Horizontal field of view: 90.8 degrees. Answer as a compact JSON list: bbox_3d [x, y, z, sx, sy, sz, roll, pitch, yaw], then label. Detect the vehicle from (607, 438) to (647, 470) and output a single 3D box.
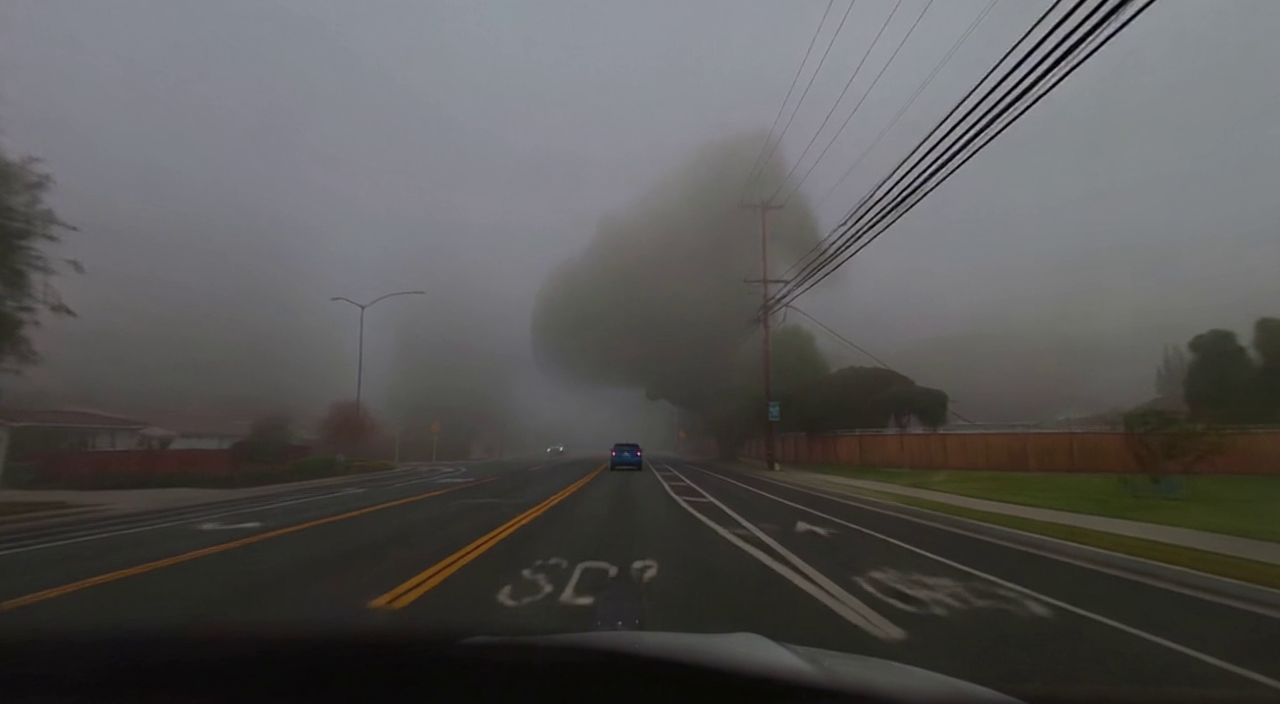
[{"bbox_3d":[-0.718,5.745,35.812,2.139,1.699,3.916,0,-8,-1],"label":"vehicle"}]
